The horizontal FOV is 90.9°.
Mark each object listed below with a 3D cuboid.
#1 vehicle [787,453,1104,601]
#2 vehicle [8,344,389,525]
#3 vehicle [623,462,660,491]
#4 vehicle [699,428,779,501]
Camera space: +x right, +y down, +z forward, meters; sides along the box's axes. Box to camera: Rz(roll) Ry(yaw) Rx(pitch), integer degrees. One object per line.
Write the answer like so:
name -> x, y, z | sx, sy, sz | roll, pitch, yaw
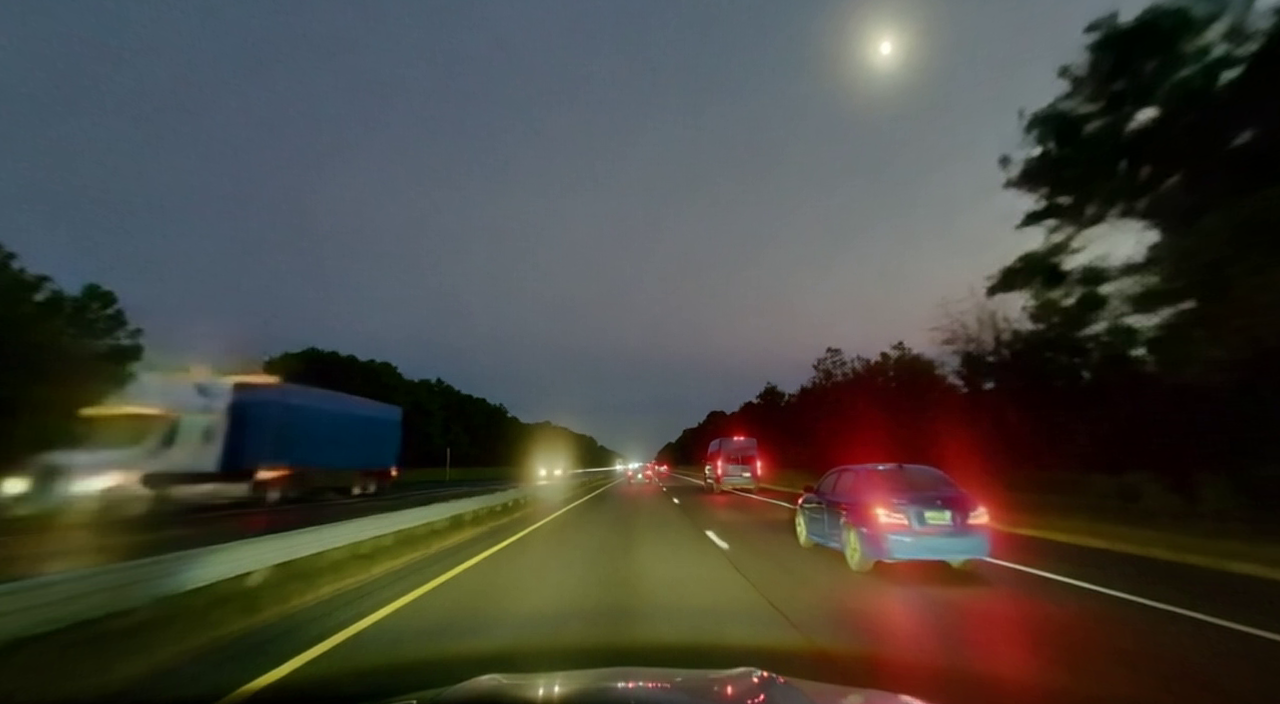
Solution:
vehicle -> 3.829, 2.322, 9.229 | 2.073, 1.532, 4.969 | 1, -11, -1
vehicle -> -12.975, 3.112, 21.481 | 3.062, 4.226, 13.286 | 0, -11, 1
vehicle -> 0.102, 7.959, 40.395 | 2.212, 1.717, 4.452 | 0, -10, 0
vehicle -> 4.431, 5.324, 29.749 | 2.563, 2.975, 6.941 | 1, -11, -1
